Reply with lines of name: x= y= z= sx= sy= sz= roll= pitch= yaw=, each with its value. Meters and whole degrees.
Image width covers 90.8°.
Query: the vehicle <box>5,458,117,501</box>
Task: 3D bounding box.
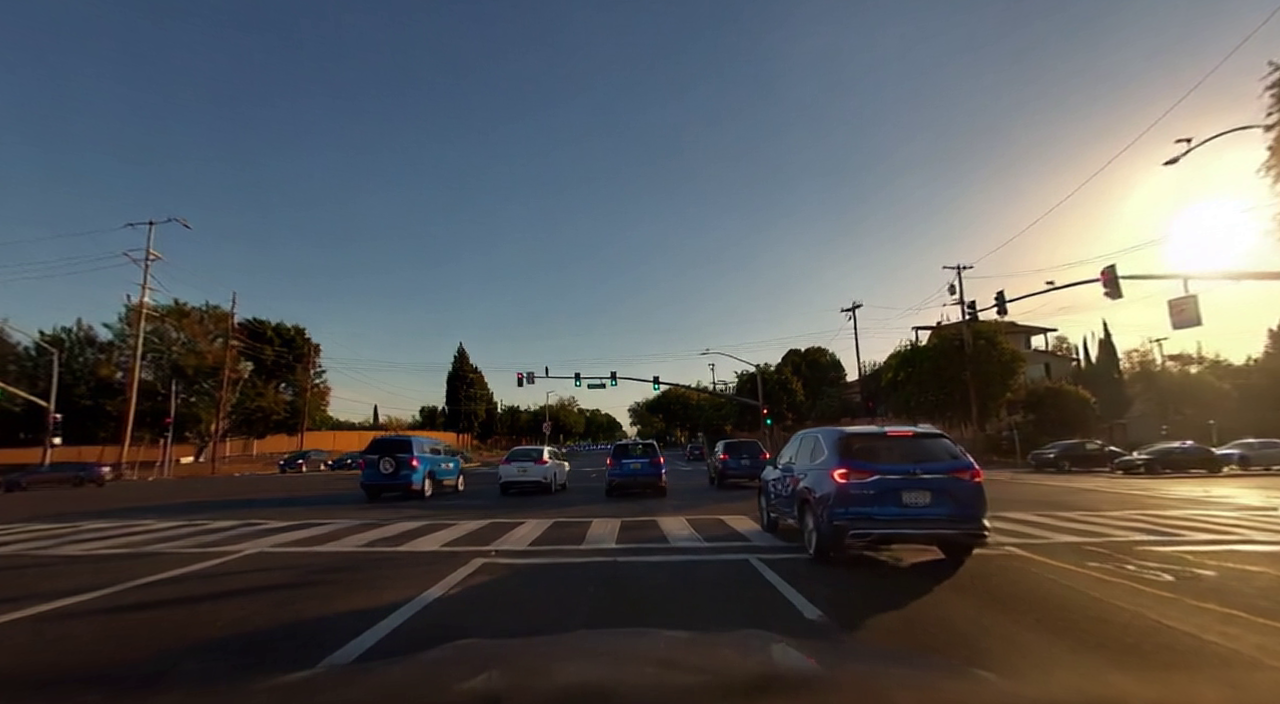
vehicle: x=-23.215 y=5.037 z=25.301 sx=4.450 sy=1.491 sz=1.974 roll=-5 pitch=-10 yaw=30

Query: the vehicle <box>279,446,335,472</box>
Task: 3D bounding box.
vehicle: x=-24.965 y=8.022 z=47.492 sx=1.889 sy=1.814 sz=4.086 roll=0 pitch=-9 yaw=1

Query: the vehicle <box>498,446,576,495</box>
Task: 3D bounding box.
vehicle: x=-3.372 y=3.967 z=21.592 sx=1.881 sy=1.466 sz=4.484 roll=0 pitch=-9 yaw=1

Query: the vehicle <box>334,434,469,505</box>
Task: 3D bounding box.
vehicle: x=-6.784 y=3.391 z=18.653 sx=2.116 sy=1.812 sz=4.609 roll=0 pitch=-9 yaw=1

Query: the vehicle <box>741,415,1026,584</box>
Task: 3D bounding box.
vehicle: x=2.780 y=1.805 z=8.567 sx=2.034 sy=1.655 sz=4.465 roll=0 pitch=-9 yaw=-1

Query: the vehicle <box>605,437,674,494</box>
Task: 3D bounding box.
vehicle: x=-0.009 y=3.752 z=21.265 sx=2.111 sy=1.712 sz=4.078 roll=0 pitch=-9 yaw=0

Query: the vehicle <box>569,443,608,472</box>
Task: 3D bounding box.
vehicle: x=-3.171 y=6.595 z=39.698 sx=1.939 sy=1.652 sz=4.268 roll=0 pitch=-9 yaw=2

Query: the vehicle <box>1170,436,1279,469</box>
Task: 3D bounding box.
vehicle: x=27.736 y=4.678 z=29.393 sx=4.514 sy=1.459 sz=1.847 roll=0 pitch=-9 yaw=-2

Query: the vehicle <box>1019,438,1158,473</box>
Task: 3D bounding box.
vehicle: x=20.299 y=4.703 z=28.755 sx=4.830 sy=1.493 sz=1.930 roll=0 pitch=-9 yaw=-1
